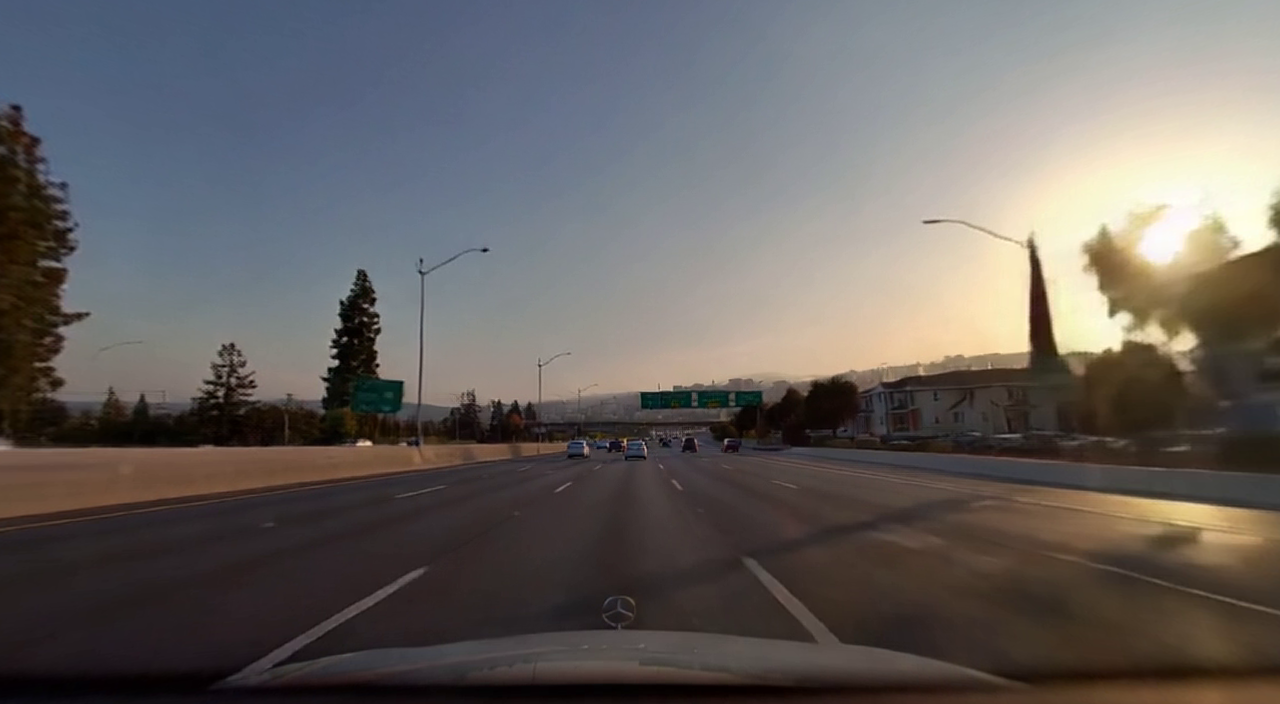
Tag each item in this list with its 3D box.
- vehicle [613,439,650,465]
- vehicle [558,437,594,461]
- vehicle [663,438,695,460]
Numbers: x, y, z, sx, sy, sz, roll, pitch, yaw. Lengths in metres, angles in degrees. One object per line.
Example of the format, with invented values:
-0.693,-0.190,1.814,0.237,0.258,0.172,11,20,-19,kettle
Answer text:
-0.506,6.093,38.617,2.146,1.485,4.332,0,-8,-1,vehicle
-4.741,7.298,47.754,2.260,1.706,4.177,0,-8,0,vehicle
2.869,7.319,47.858,2.084,1.624,3.935,0,-8,-1,vehicle
